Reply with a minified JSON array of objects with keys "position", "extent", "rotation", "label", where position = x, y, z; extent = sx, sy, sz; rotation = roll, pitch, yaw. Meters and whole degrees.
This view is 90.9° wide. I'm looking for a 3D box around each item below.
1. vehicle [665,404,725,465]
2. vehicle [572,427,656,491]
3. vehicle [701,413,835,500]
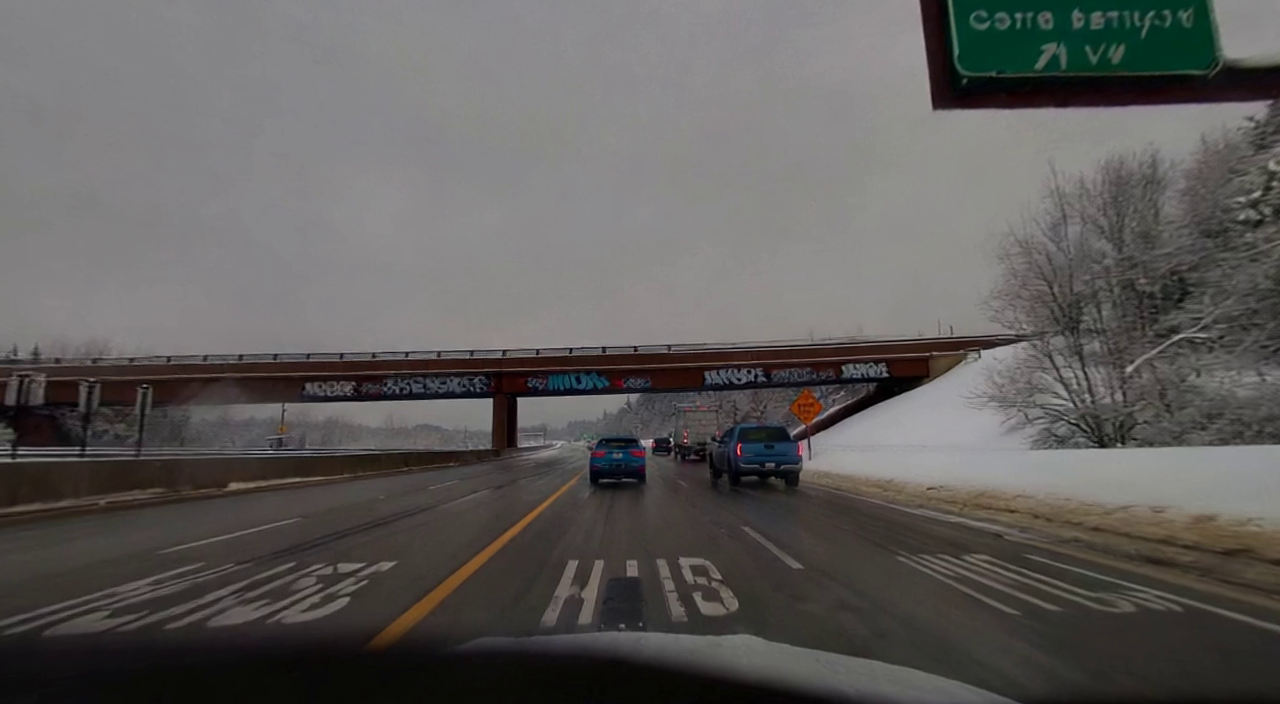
[{"position":[3.288,5.249,39.763],"extent":[2.873,3.408,7.323],"rotation":[0,-8,-1],"label":"vehicle"},{"position":[-0.708,3.094,18.502],"extent":[2.193,1.651,3.946],"rotation":[0,-8,-1],"label":"vehicle"},{"position":[3.154,2.769,17.142],"extent":[2.311,1.922,5.977],"rotation":[0,-8,-1],"label":"vehicle"}]
